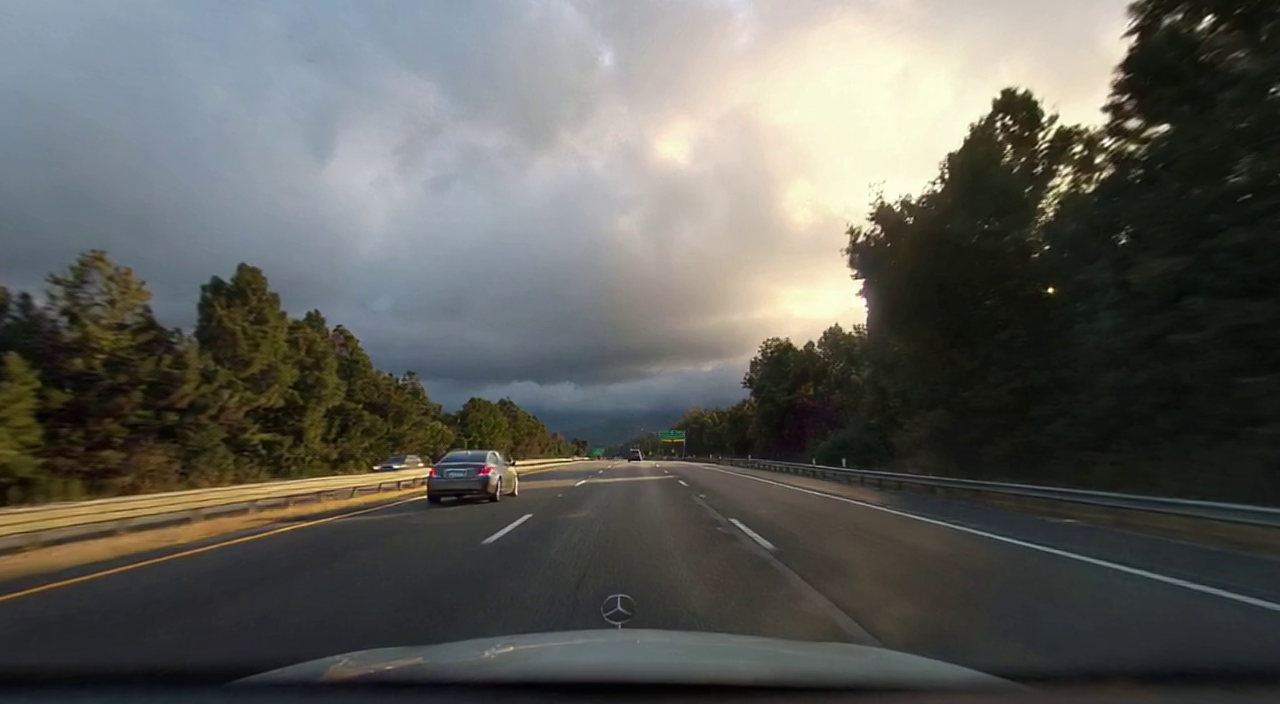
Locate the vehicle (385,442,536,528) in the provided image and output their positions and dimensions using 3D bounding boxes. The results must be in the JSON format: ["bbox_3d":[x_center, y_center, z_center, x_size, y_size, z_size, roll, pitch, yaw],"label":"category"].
[{"bbox_3d":[-3.497,2.649,13.127,1.970,1.492,3.944,0,-9,0],"label":"vehicle"}]
